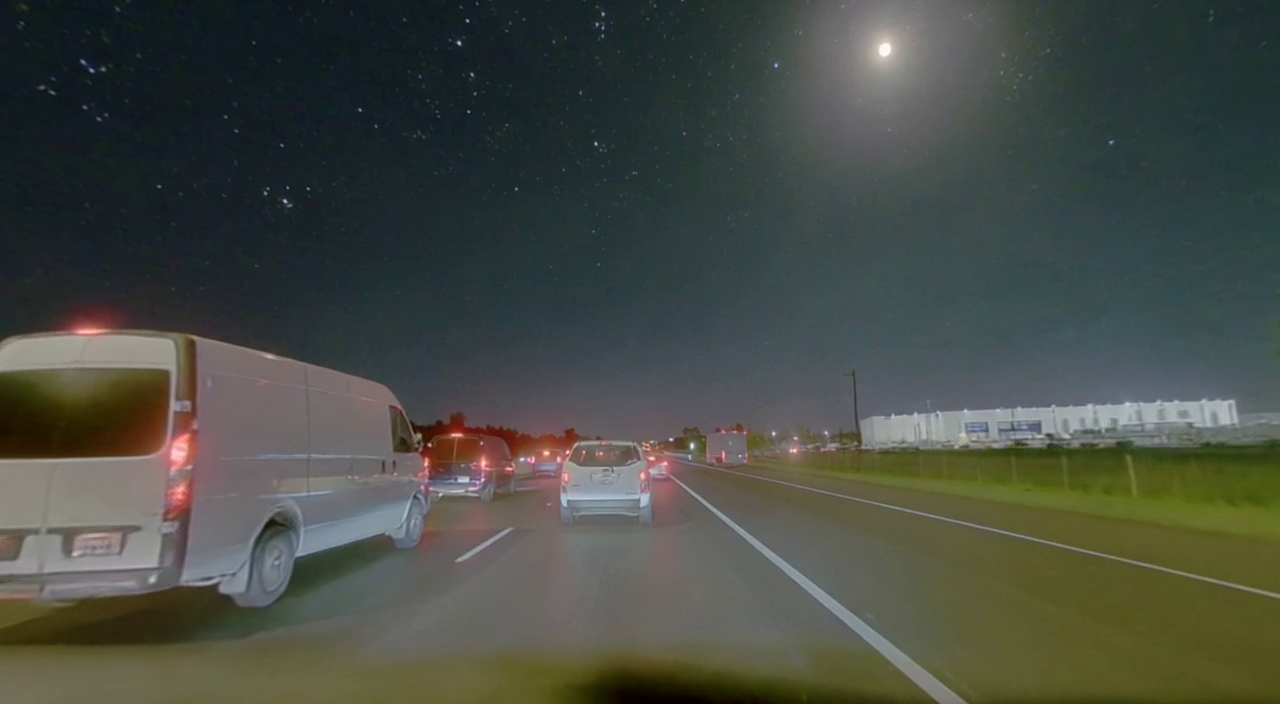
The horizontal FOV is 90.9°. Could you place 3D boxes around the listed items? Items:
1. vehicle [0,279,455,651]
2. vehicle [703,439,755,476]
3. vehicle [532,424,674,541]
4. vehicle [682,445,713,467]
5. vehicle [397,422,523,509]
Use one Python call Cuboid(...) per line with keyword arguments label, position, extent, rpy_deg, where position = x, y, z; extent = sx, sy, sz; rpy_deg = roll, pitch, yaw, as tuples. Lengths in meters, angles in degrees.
Cuboid(label="vehicle", position=(-4.493, 1.279, 7.890), extent=(2.248, 2.626, 6.837), rpy_deg=(0, -9, 0))
Cuboid(label="vehicle", position=(4.398, 5.296, 31.778), extent=(2.003, 1.754, 4.134), rpy_deg=(0, -9, -1))
Cuboid(label="vehicle", position=(-0.567, 2.215, 11.237), extent=(2.093, 1.695, 3.782), rpy_deg=(0, -9, -1))
Cuboid(label="vehicle", position=(4.226, 7.719, 46.801), extent=(1.874, 1.512, 3.723), rpy_deg=(0, -9, -1))
Cuboid(label="vehicle", position=(-4.569, 2.966, 16.824), extent=(2.043, 1.987, 4.486), rpy_deg=(0, -9, 0))
